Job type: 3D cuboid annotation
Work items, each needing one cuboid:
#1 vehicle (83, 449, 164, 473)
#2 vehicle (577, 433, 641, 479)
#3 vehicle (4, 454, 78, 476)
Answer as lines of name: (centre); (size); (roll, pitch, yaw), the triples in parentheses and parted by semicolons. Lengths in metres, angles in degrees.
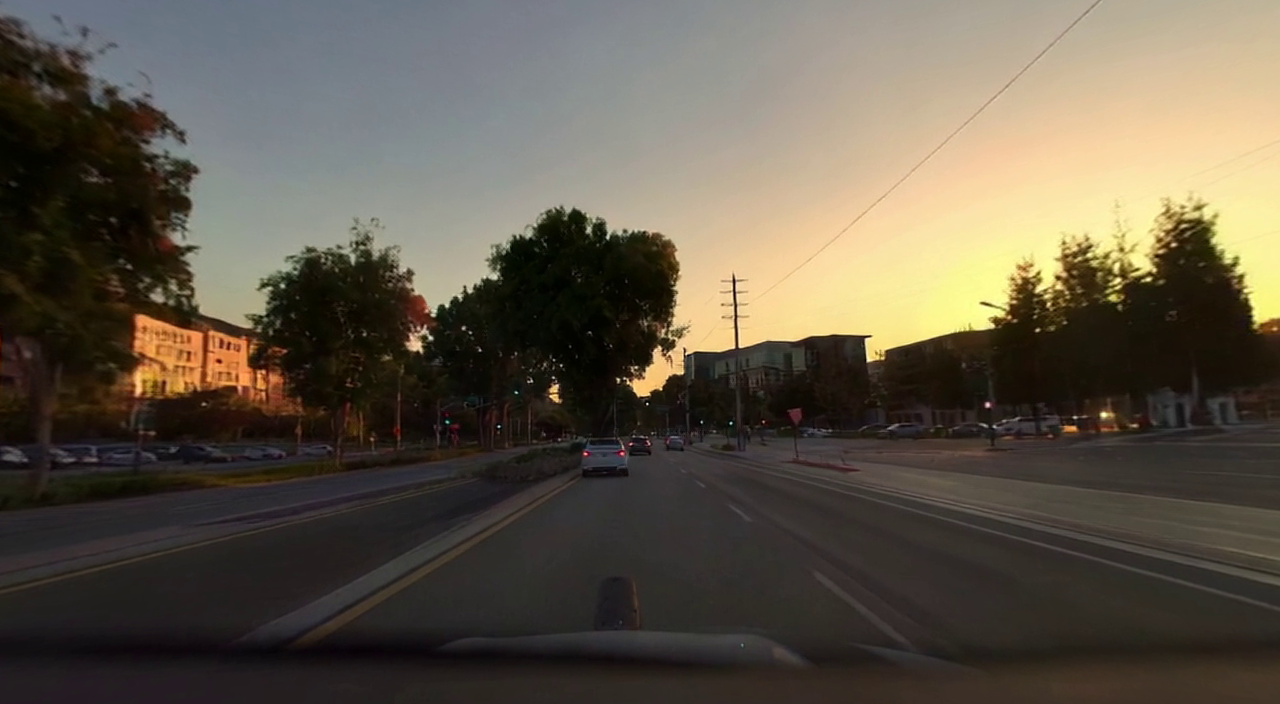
vehicle: (-38.705, 8.144, 47.467); (2.026, 1.701, 4.536); (-1, -8, 4)
vehicle: (-1.030, 3.691, 22.632); (2.075, 1.470, 3.962); (0, -8, -1)
vehicle: (-44.481, 8.386, 47.007); (1.768, 1.441, 3.832); (0, -8, -1)
